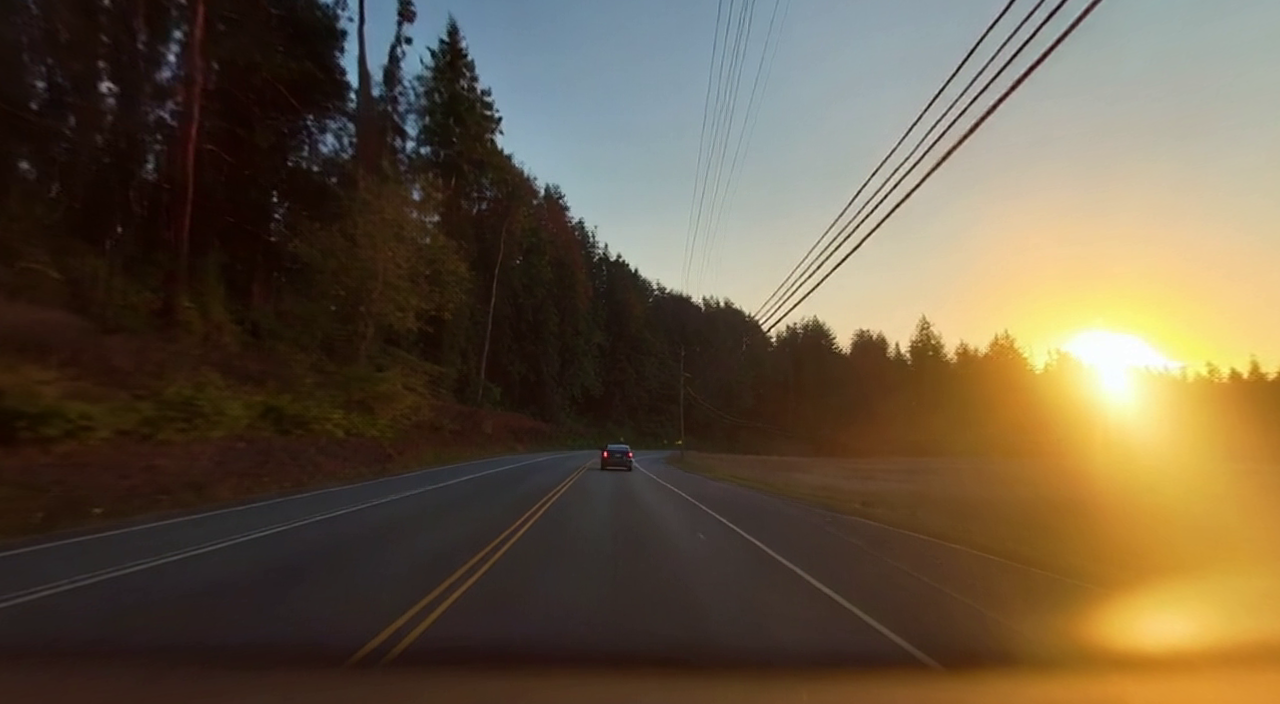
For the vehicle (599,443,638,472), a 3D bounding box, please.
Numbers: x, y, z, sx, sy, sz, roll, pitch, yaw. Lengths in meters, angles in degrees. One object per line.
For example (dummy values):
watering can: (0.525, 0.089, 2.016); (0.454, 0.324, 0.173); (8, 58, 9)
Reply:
vehicle: (-1.226, 5.889, 35.547); (2.059, 1.524, 3.963); (0, -9, -3)
